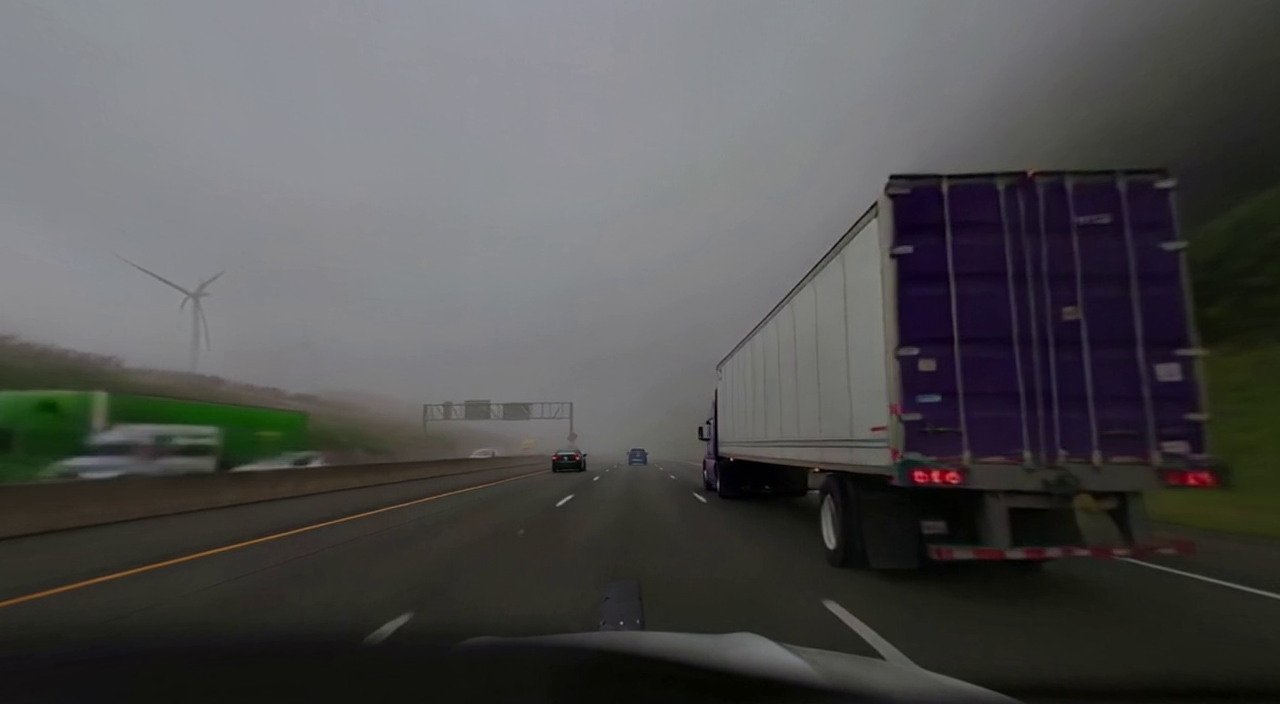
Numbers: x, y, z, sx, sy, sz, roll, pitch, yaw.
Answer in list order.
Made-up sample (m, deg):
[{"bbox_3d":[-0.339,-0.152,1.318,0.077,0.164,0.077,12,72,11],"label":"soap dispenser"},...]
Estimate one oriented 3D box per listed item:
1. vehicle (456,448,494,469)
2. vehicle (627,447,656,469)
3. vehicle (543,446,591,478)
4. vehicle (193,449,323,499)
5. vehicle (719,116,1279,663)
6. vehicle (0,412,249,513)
[{"bbox_3d":[-12.021,7.765,46.162,1.780,1.383,3.624,0,-9,1],"label":"vehicle"},{"bbox_3d":[0.078,7.442,44.278,1.931,1.453,3.695,0,-9,-1],"label":"vehicle"},{"bbox_3d":[-3.694,5.645,32.571,1.952,1.521,4.095,0,-9,1],"label":"vehicle"},{"bbox_3d":[-11.869,3.769,19.929,1.718,1.398,3.703,0,-9,1],"label":"vehicle"},{"bbox_3d":[3.849,1.161,11.307,2.947,3.989,13.568,0,-9,-1],"label":"vehicle"},{"bbox_3d":[-15.684,3.332,19.558,2.615,2.529,6.897,0,-9,0],"label":"vehicle"}]
